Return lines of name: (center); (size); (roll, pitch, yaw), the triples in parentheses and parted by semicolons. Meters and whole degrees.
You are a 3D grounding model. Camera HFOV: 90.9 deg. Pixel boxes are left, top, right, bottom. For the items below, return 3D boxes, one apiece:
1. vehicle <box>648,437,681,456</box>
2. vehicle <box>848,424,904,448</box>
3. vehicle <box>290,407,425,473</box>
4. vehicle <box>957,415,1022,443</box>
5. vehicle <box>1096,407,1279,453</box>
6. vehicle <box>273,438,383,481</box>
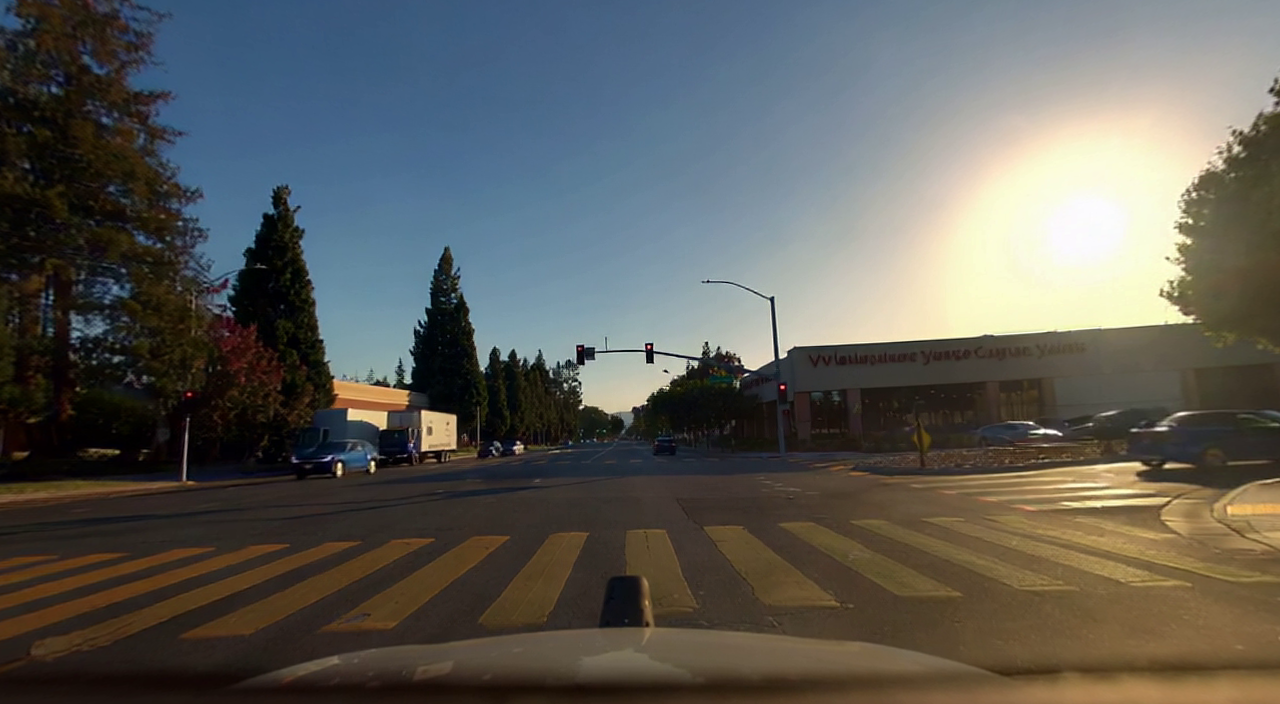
vehicle: (1.854, 7.395, 49.334); (1.884, 1.419, 4.448); (1, -9, -7)
vehicle: (17.367, 6.227, 46.524); (3.329, 1.415, 1.821); (-6, -9, 2)
vehicle: (-16.662, 5.434, 38.568); (3.161, 3.455, 11.058); (0, -8, 0)
vehicle: (23.251, 5.205, 42.084); (1.930, 1.761, 3.911); (0, -8, -2)
vehicle: (18.102, 2.578, 20.577); (4.994, 1.416, 1.783); (0, -8, 1)
vehicle: (-11.938, 4.138, 24.529); (1.996, 1.489, 4.566); (0, -8, -1)
